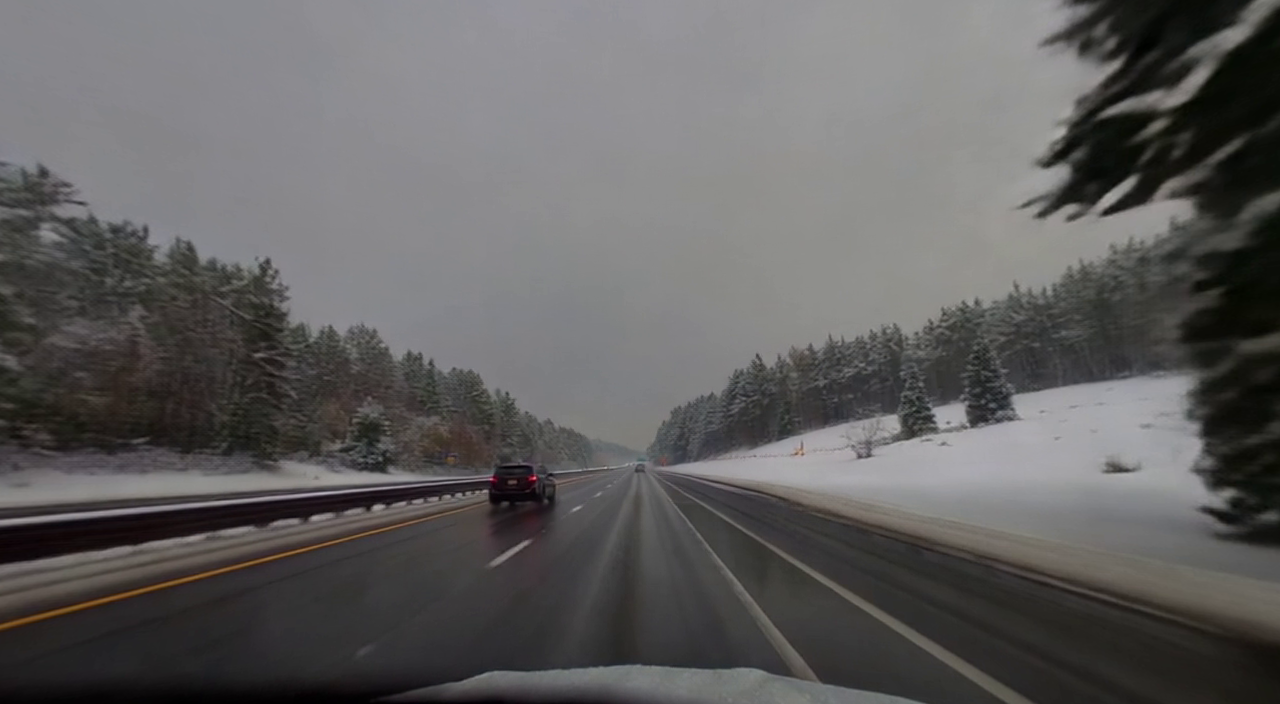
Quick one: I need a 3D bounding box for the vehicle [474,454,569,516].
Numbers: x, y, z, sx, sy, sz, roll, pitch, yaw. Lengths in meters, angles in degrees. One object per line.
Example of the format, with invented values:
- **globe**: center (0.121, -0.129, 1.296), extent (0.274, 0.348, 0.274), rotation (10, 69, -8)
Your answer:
- **vehicle**: center (-3.304, 3.830, 18.441), extent (1.900, 1.550, 4.146), rotation (1, -10, 1)
